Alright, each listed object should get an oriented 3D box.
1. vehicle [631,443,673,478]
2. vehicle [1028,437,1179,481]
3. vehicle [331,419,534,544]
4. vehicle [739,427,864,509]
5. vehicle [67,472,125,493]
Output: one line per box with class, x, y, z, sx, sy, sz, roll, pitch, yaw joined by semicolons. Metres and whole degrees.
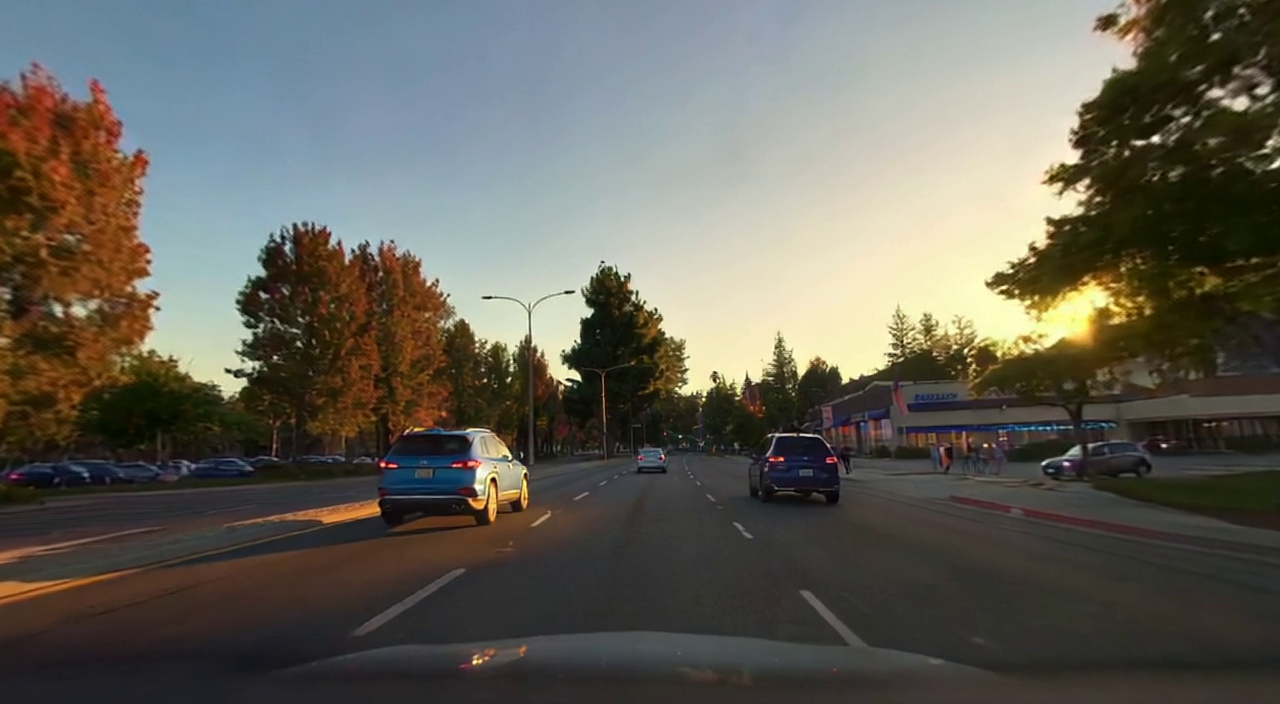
vehicle;0.671;5.619;32.969;2.067;1.702;3.987;0;-9;2
vehicle;18.527;4.291;25.492;4.601;1.603;1.852;-5;-10;28
vehicle;-3.441;2.244;11.557;2.047;1.810;4.414;0;-9;2
vehicle;3.903;2.887;16.125;2.083;1.779;4.347;0;-9;1
vehicle;-37.912;9.061;43.866;3.811;1.272;1.760;-5;-10;30
